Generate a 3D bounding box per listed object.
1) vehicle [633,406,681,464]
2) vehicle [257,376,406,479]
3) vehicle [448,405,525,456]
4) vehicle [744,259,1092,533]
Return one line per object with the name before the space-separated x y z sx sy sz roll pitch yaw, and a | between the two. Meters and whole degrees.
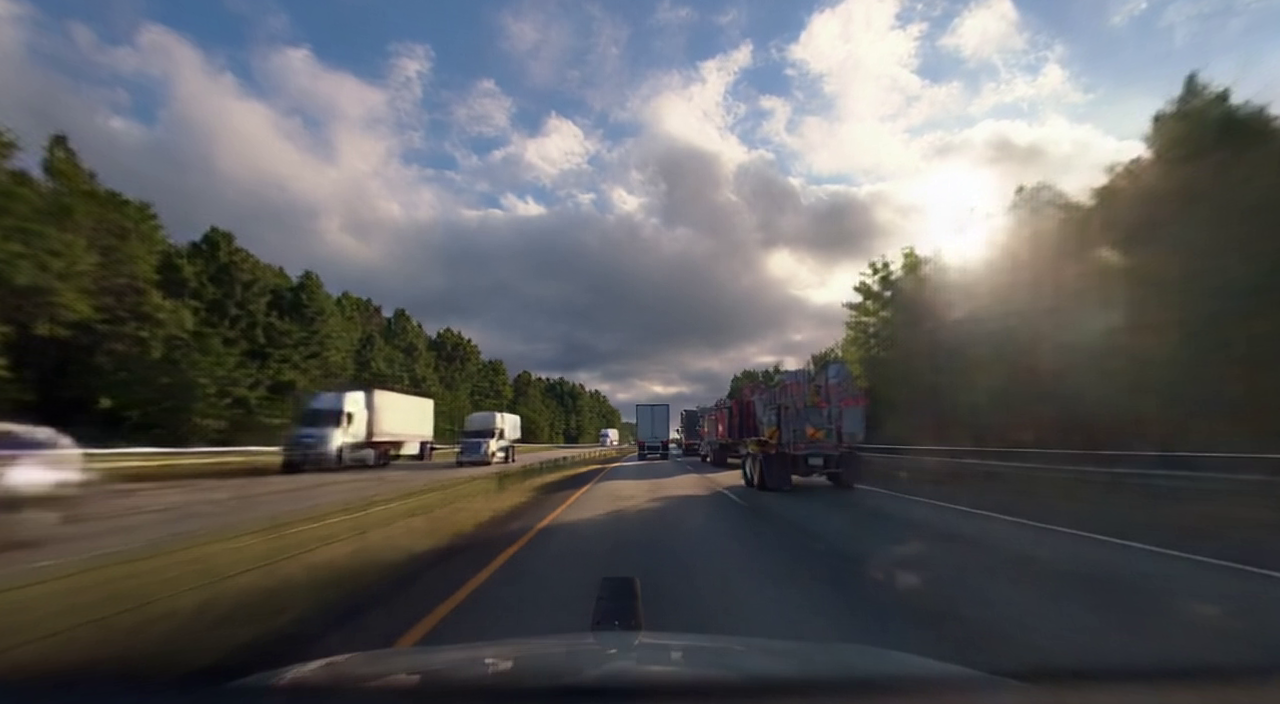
vehicle | 1.075 5.177 39.136 2.644 3.247 7.454 -1 -8 2
vehicle | -13.119 3.365 27.654 2.979 3.945 6.744 -1 -8 1
vehicle | -8.477 4.499 35.499 2.515 2.577 6.183 -1 -8 3
vehicle | 5.108 1.493 15.780 2.749 4.051 12.981 0 -8 0
